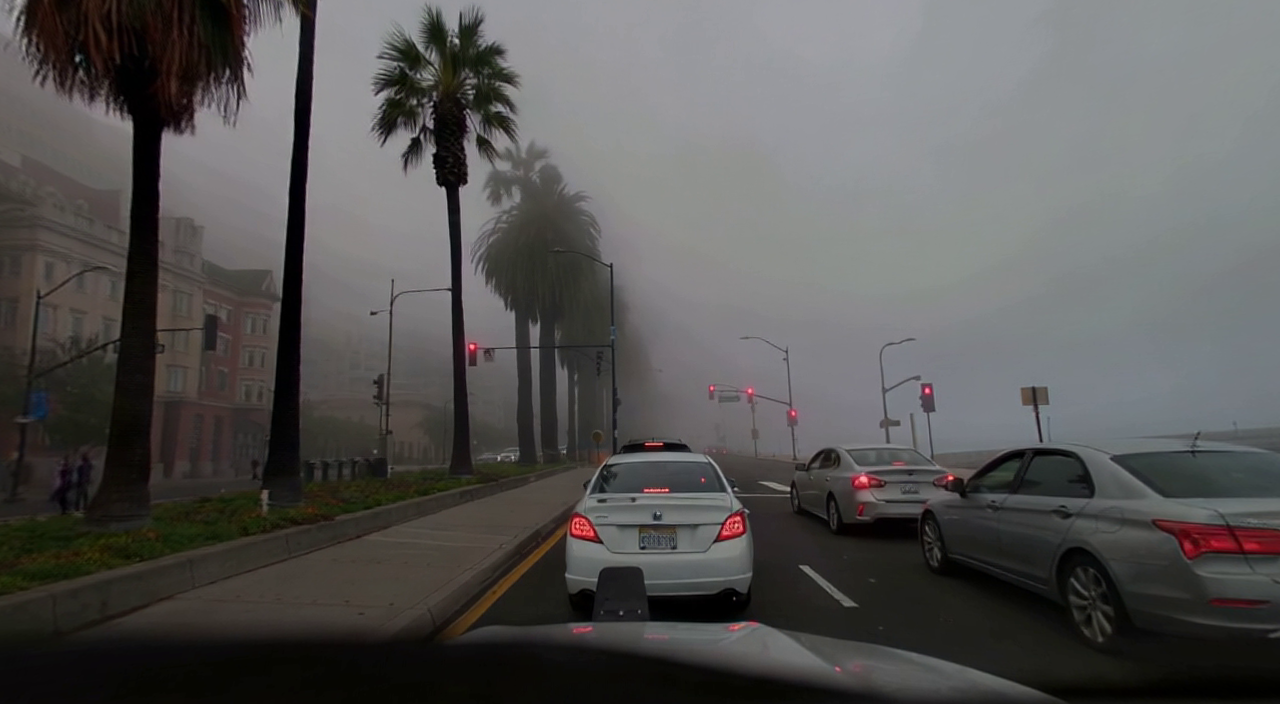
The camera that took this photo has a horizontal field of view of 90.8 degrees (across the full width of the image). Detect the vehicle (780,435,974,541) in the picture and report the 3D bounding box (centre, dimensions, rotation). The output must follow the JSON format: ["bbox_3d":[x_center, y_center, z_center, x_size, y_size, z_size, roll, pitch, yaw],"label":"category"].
[{"bbox_3d":[3.889,2.288,11.321,1.920,1.490,4.417,-1,-9,2],"label":"vehicle"}]

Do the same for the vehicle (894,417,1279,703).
[{"bbox_3d":[3.911,1.363,5.089,1.913,1.469,4.425,0,-9,0],"label":"vehicle"}]

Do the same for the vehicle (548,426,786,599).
[{"bbox_3d":[0.263,1.699,7.484,2.093,1.503,3.681,0,-9,1],"label":"vehicle"}]
